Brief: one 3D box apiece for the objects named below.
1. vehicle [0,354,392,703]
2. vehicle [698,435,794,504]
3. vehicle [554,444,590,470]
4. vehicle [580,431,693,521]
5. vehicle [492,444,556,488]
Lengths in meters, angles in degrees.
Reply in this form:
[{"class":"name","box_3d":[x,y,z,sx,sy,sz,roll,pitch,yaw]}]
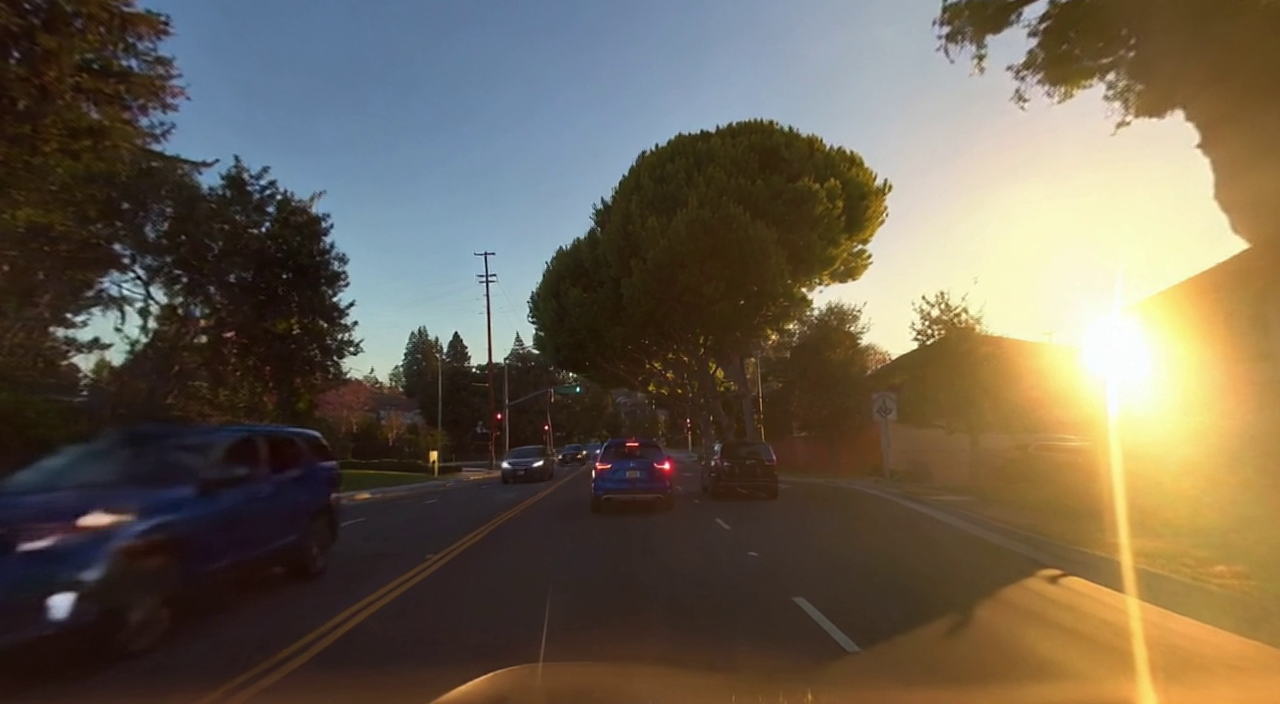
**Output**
[{"class":"vehicle","box_3d":[-4.519,1.380,6.009,2.138,1.938,5.584,0,-8,-1]},{"class":"vehicle","box_3d":[2.918,3.340,18.386,1.967,1.756,4.281,0,-8,-1]},{"class":"vehicle","box_3d":[-5.224,8.158,49.245,2.197,1.882,4.973,0,-8,0]},{"class":"vehicle","box_3d":[-0.113,2.676,14.164,2.151,1.695,4.100,0,-8,-1]},{"class":"vehicle","box_3d":[-4.916,4.837,27.216,2.063,1.727,3.923,0,-8,-1]}]
